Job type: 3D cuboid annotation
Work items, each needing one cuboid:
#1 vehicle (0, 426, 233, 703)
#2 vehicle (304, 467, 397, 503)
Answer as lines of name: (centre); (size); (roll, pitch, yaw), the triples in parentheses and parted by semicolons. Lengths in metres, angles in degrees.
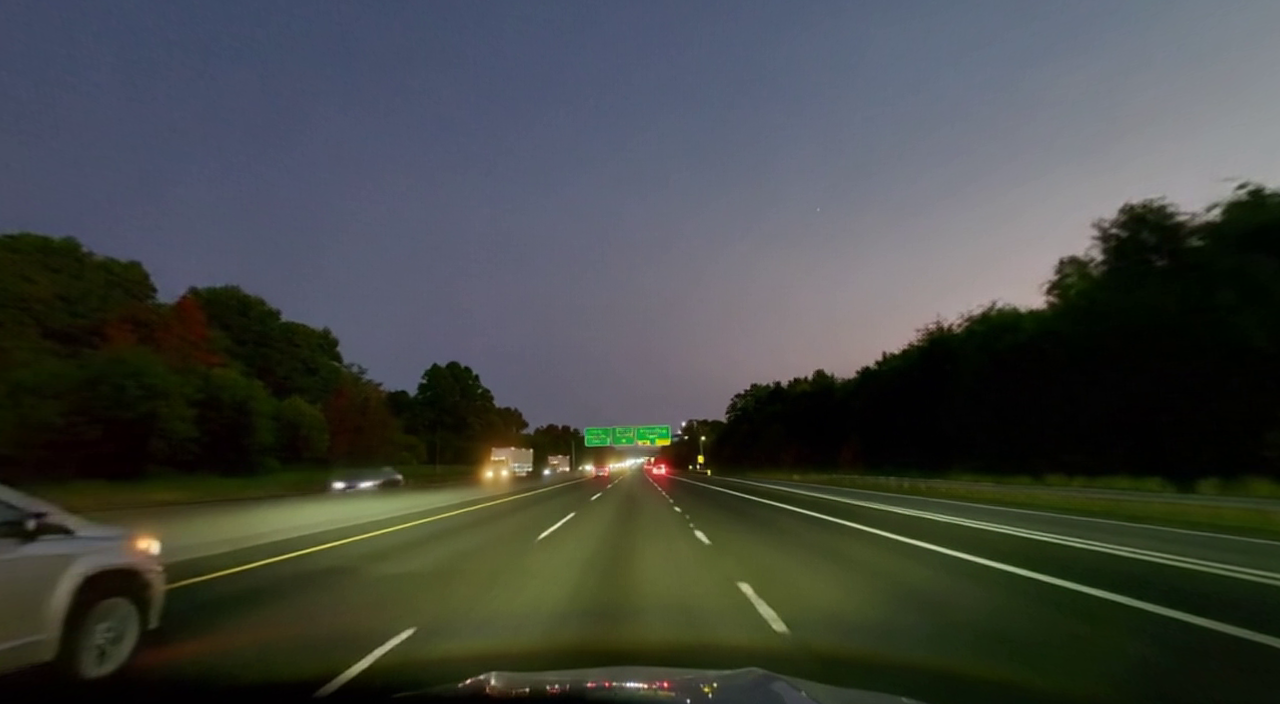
vehicle: (-3.670, 0.861, 1.805); (1.998, 1.427, 4.462); (1, -11, 0)
vehicle: (-12.665, 5.835, 27.930); (1.914, 1.433, 4.551); (1, -11, 0)
